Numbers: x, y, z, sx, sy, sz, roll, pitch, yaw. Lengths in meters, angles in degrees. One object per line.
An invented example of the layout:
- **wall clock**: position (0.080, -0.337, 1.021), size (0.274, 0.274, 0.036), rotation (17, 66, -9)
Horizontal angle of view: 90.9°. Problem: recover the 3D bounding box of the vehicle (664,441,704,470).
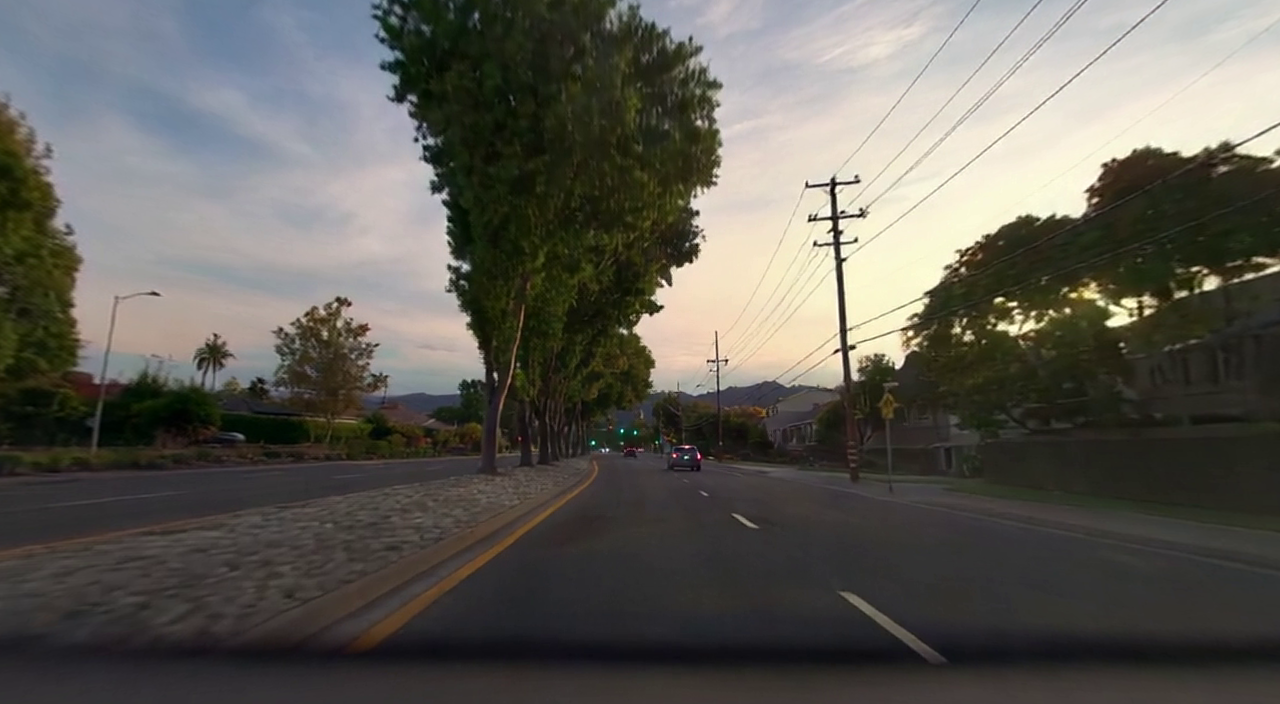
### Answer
- **vehicle**: position (2.823, 6.738, 41.238), size (2.240, 1.781, 4.433), rotation (0, -8, -1)
